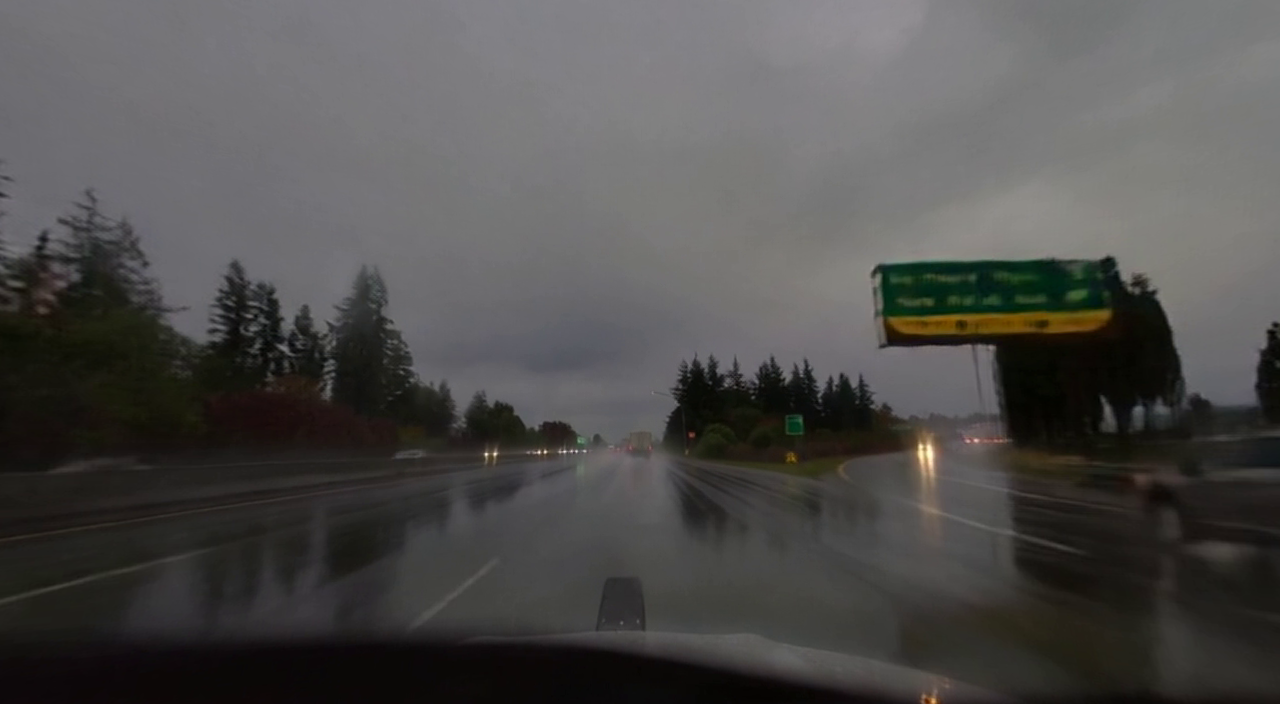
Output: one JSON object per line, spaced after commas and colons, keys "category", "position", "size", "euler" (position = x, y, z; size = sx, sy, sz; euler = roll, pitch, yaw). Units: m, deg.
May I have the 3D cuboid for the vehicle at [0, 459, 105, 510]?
{"category": "vehicle", "position": [-20.784, 4.355, 20.995], "size": [1.870, 1.488, 4.715], "euler": [0, -9, -1]}

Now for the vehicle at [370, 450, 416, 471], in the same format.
{"category": "vehicle", "position": [-18.960, 8.365, 48.668], "size": [1.870, 1.499, 4.295], "euler": [0, -9, -1]}

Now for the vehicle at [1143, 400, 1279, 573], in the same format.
{"category": "vehicle", "position": [7.419, 1.267, 5.781], "size": [2.096, 1.712, 4.697], "euler": [-1, -9, 6]}
